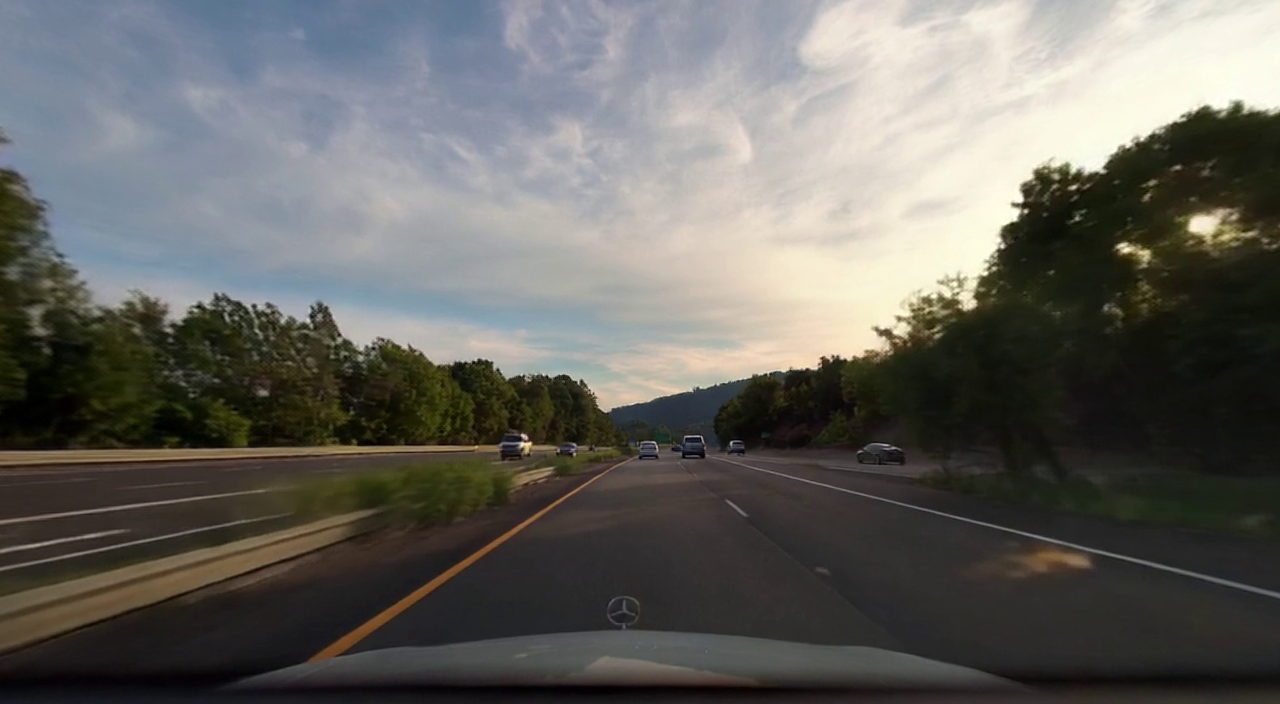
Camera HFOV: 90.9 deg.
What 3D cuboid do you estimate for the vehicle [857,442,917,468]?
[{"bbox_3d":[14.863,6.233,38.108,1.926,1.483,3.528,0,-9,-4],"label":"vehicle"}]

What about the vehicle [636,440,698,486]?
[{"bbox_3d":[0.888,3.968,22.849,2.053,1.483,4.185,0,-9,0],"label":"vehicle"}]
